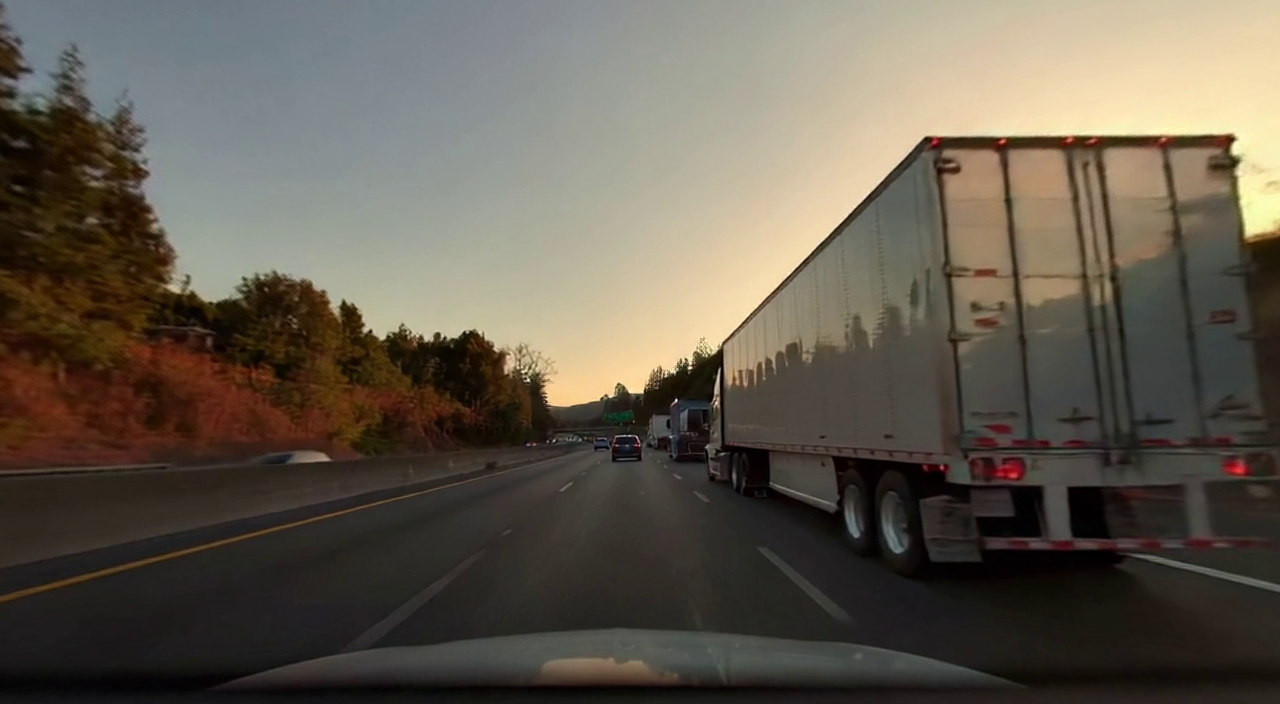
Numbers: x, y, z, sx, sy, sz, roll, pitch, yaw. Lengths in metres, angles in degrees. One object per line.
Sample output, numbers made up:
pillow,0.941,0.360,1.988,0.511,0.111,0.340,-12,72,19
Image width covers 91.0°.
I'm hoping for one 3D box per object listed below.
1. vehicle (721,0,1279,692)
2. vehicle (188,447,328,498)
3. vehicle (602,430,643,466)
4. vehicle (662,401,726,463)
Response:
vehicle,4.007,0.745,10.725,3.005,4.121,14.417,0,-8,-1
vehicle,-12.744,3.991,21.412,1.868,1.481,4.707,0,-8,-1
vehicle,-1.007,5.486,36.099,2.211,1.933,4.315,0,-8,-2
vehicle,3.395,5.537,42.864,2.947,3.657,11.192,0,-8,-2
